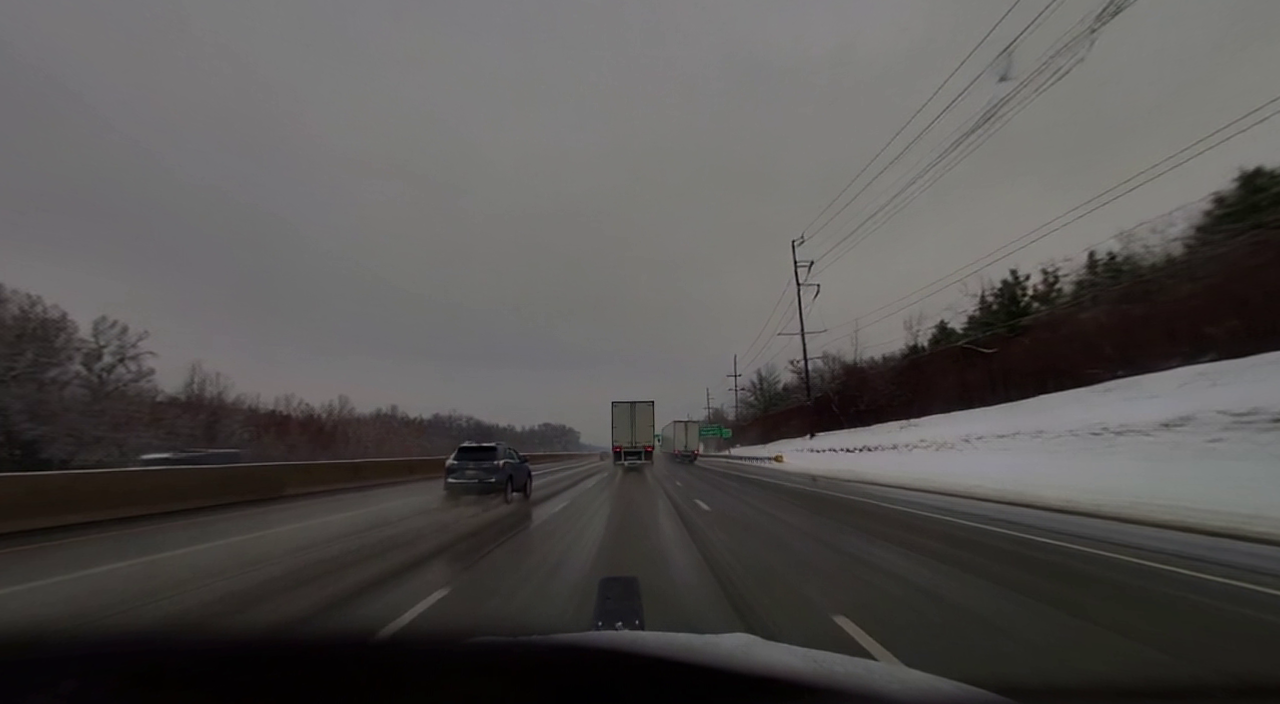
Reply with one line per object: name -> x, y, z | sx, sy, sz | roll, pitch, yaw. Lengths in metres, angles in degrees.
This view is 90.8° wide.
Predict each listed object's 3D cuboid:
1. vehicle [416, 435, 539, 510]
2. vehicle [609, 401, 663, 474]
vehicle -> -4.015, 3.052, 16.458 | 2.050, 1.679, 4.253 | 0, -9, 0
vehicle -> -0.229, 5.526, 40.189 | 2.985, 4.025, 10.982 | 0, -9, 0
